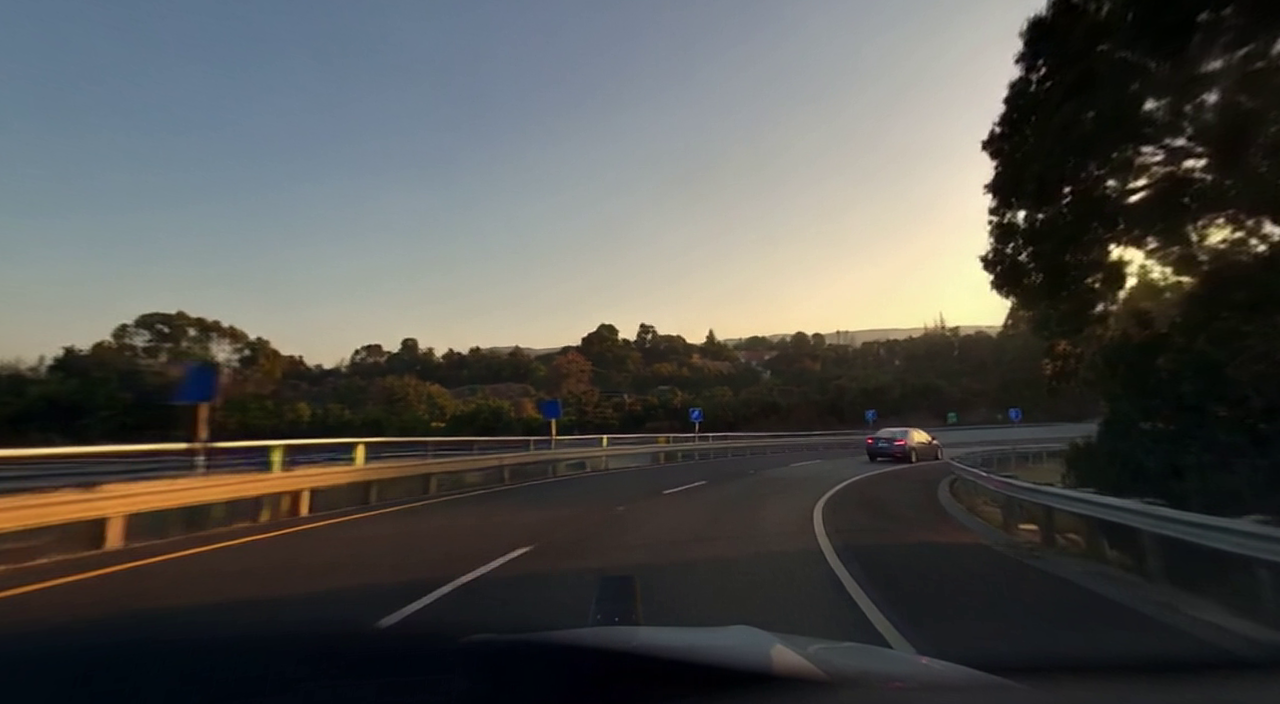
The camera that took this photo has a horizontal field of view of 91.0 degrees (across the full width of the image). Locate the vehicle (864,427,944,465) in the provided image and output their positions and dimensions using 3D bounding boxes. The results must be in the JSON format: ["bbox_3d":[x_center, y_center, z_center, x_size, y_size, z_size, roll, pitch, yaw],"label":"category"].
[{"bbox_3d":[11.725,4.121,27.804,2.028,1.440,3.970,-3,-8,42],"label":"vehicle"}]
